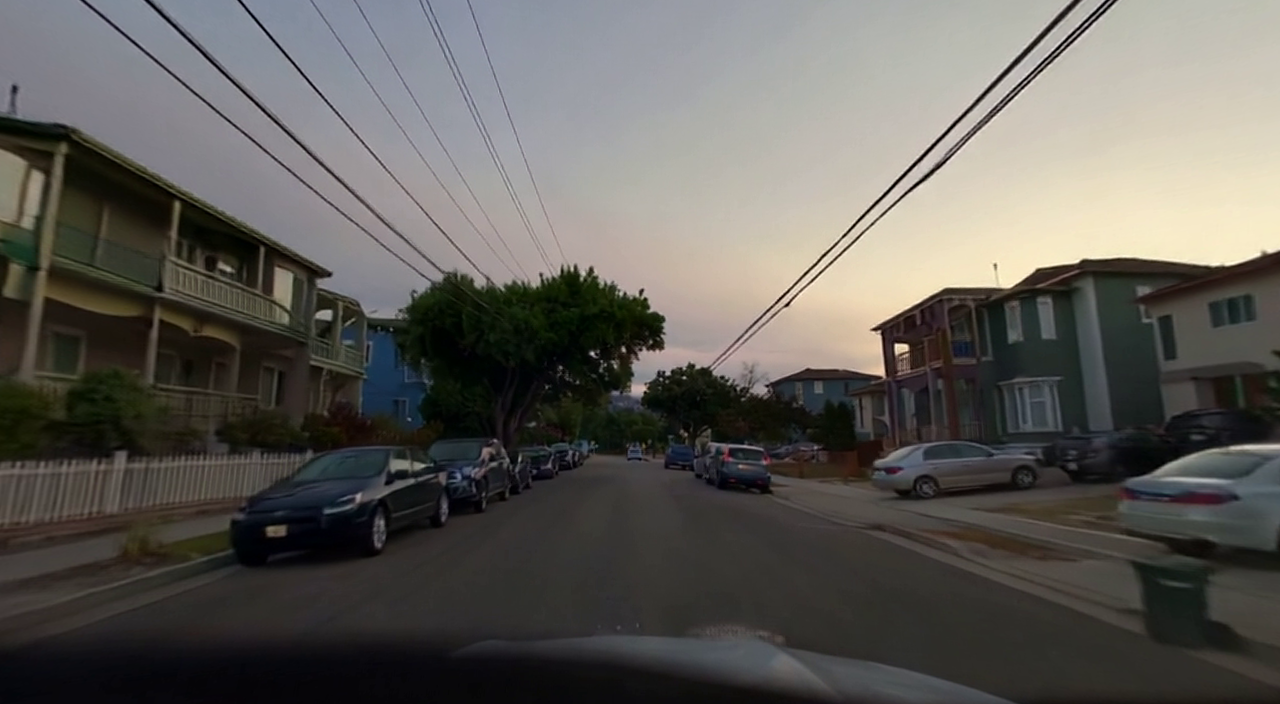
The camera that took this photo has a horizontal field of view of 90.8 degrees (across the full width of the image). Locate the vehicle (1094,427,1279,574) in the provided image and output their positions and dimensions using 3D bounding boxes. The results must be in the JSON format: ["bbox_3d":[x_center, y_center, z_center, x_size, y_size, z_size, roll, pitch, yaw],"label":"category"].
[{"bbox_3d":[8.457,1.637,7.390,4.782,1.459,1.923,0,-9,-1],"label":"vehicle"}]

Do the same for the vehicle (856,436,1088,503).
[{"bbox_3d":[7.806,2.786,15.213,4.480,1.497,1.884,0,-8,1],"label":"vehicle"}]

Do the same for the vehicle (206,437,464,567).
[{"bbox_3d":[-4.155,2.066,9.547,1.745,1.490,4.304,0,-8,0],"label":"vehicle"}]

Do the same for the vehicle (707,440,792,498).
[{"bbox_3d":[3.249,3.562,19.586,1.916,1.587,3.986,0,-9,0],"label":"vehicle"}]

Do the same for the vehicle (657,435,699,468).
[{"bbox_3d":[2.593,7.090,45.017,2.564,2.155,6.053,0,-8,-1],"label":"vehicle"}]

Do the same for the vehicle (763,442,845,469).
[{"bbox_3d":[9.381,5.947,36.465,4.148,1.516,1.976,0,-8,-2],"label":"vehicle"}]

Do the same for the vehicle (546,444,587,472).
[{"bbox_3d":[-4.259,6.241,37.298,1.979,1.471,4.366,1,-9,-1],"label":"vehicle"}]
